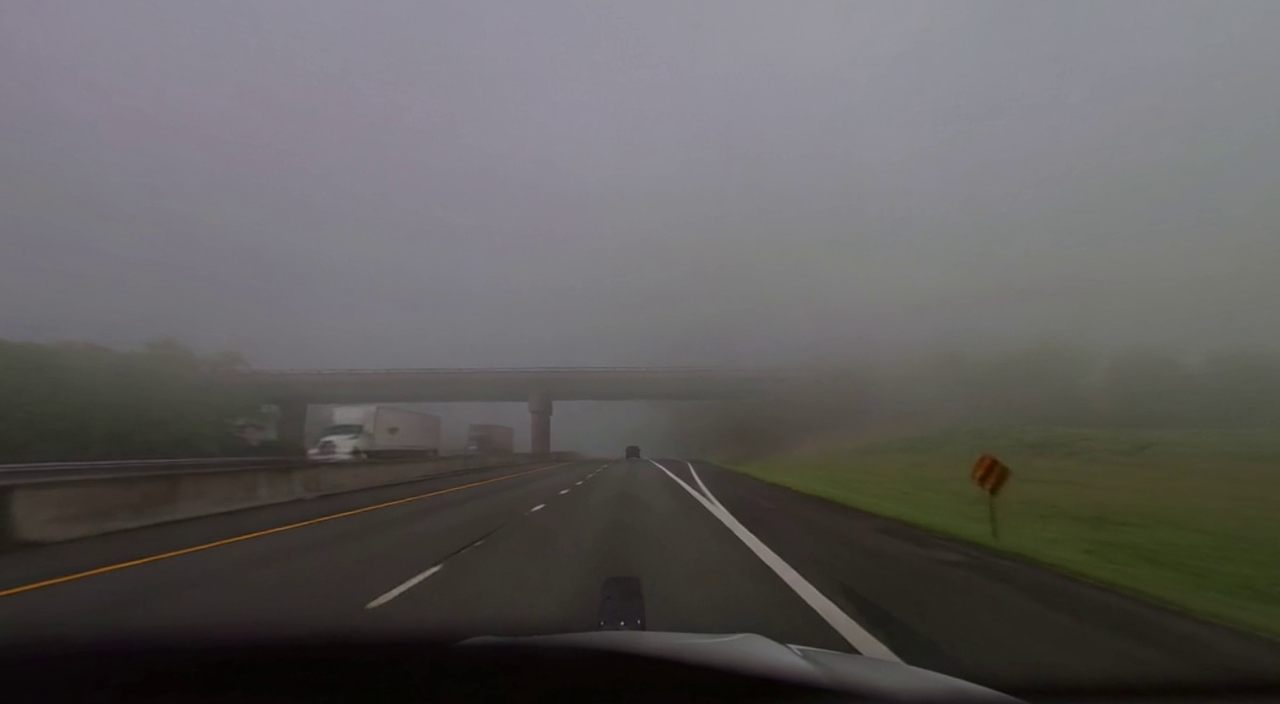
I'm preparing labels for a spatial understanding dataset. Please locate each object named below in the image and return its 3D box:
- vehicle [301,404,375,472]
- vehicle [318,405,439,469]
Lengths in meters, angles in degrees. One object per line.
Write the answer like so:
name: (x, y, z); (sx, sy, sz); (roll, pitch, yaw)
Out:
vehicle: (-18.319, 5.244, 38.447); (2.956, 3.987, 2.717); (0, -9, 0)
vehicle: (-18.475, 6.341, 46.220); (2.906, 3.972, 14.227); (0, -9, -1)
